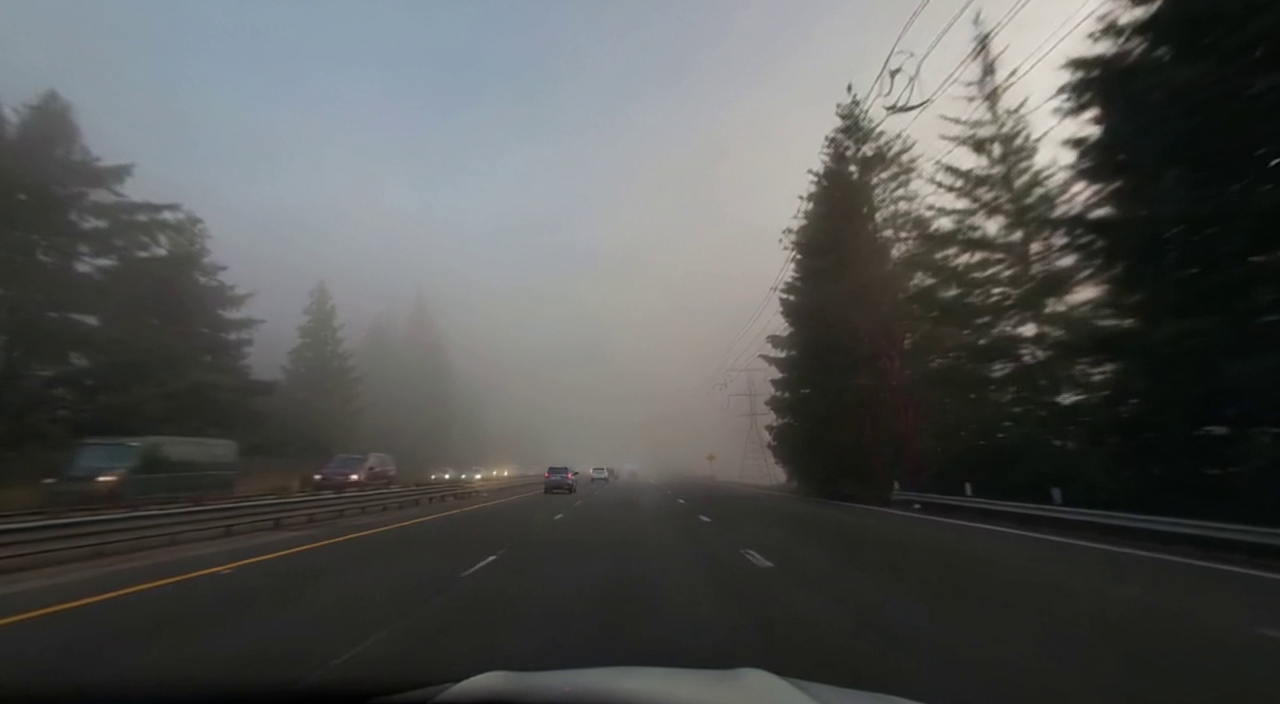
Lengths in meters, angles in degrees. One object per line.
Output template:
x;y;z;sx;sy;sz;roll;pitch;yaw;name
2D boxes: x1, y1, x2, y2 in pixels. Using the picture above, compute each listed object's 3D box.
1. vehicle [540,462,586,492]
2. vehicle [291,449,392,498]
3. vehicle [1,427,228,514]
-4.221;6.944;35.114;1.963;1.501;4.227;1;-10;0;vehicle
-13.392;5.507;28.680;2.152;1.945;4.821;1;-10;0;vehicle
-17.512;4.060;21.712;2.308;2.461;6.231;1;-10;0;vehicle
